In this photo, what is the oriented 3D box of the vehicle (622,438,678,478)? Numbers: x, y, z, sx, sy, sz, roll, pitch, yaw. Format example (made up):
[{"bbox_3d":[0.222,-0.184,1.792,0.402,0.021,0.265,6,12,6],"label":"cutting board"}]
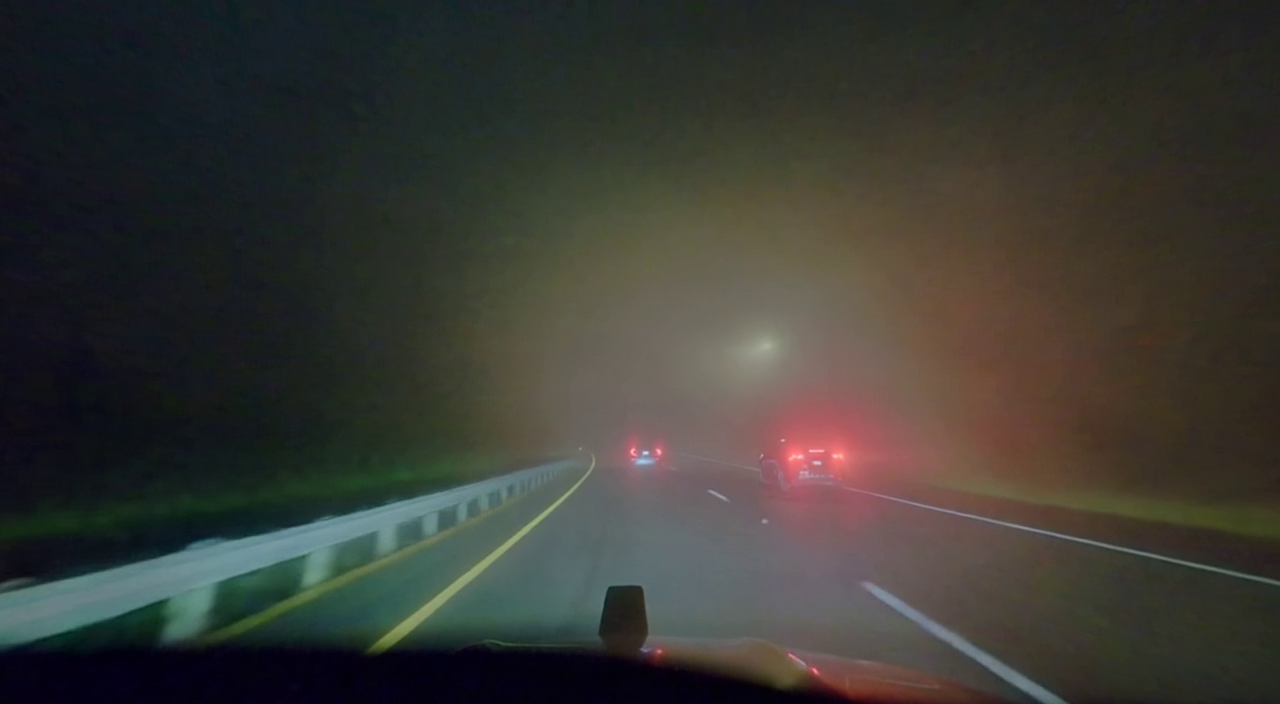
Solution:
[{"bbox_3d":[0.327,4.383,26.351,2.029,1.474,4.183,0,-9,-4],"label":"vehicle"}]
